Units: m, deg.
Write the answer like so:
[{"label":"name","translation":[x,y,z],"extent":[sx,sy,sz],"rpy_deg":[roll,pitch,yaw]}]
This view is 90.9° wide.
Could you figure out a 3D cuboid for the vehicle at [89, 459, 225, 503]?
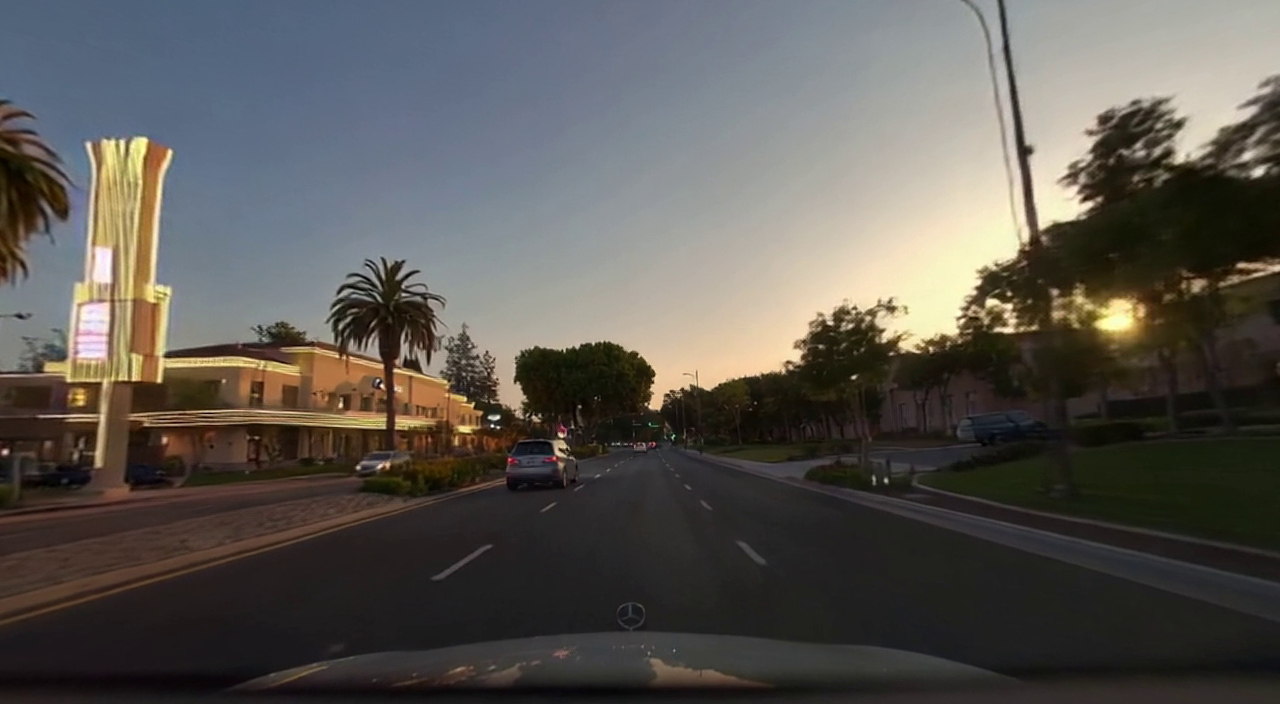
[{"label":"vehicle","translation":[-19.331,5.134,25.507],"extent":[1.838,1.502,4.370],"rpy_deg":[-1,-8,4]}]

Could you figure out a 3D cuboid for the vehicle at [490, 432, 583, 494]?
[{"label":"vehicle","translation":[-3.074,3.405,19.801],"extent":[2.062,1.693,4.669],"rpy_deg":[0,-8,1]}]

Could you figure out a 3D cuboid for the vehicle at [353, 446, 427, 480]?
[{"label":"vehicle","translation":[-13.627,6.030,34.671],"extent":[2.034,1.727,4.654],"rpy_deg":[0,-8,1]}]
